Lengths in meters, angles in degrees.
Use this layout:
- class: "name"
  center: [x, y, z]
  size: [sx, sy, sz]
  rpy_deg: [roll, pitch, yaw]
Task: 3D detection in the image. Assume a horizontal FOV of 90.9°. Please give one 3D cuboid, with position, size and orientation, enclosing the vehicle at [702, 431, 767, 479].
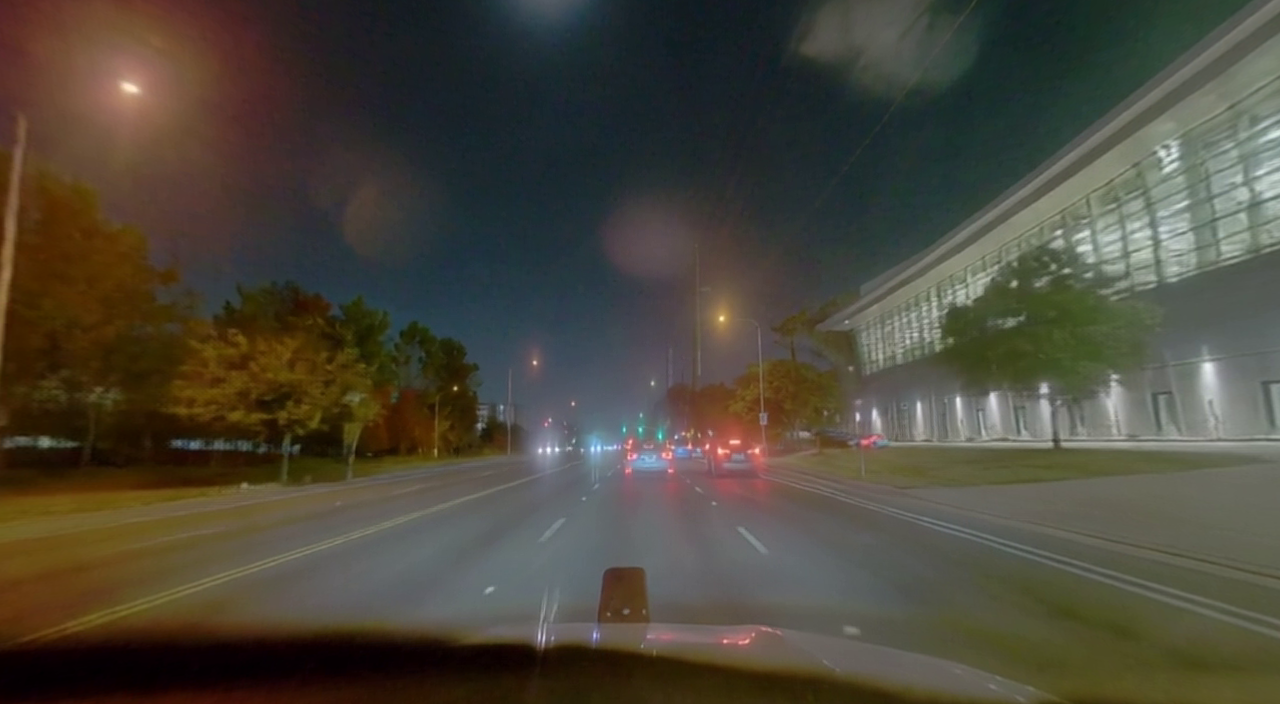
- class: "vehicle"
  center: [3.594, 4.002, 24.697]
  size: [1.914, 1.698, 4.049]
  rpy_deg: [0, -8, 0]

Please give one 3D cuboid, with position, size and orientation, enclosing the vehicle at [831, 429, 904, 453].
- class: "vehicle"
  center: [15.987, 6.297, 44.522]
  size: [4.366, 1.701, 1.965]
  rpy_deg: [0, -8, 0]

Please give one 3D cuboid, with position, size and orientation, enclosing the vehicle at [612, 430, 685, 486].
- class: "vehicle"
  center: [0.273, 3.509, 21.157]
  size: [2.200, 1.653, 4.127]
  rpy_deg: [0, -8, 0]
